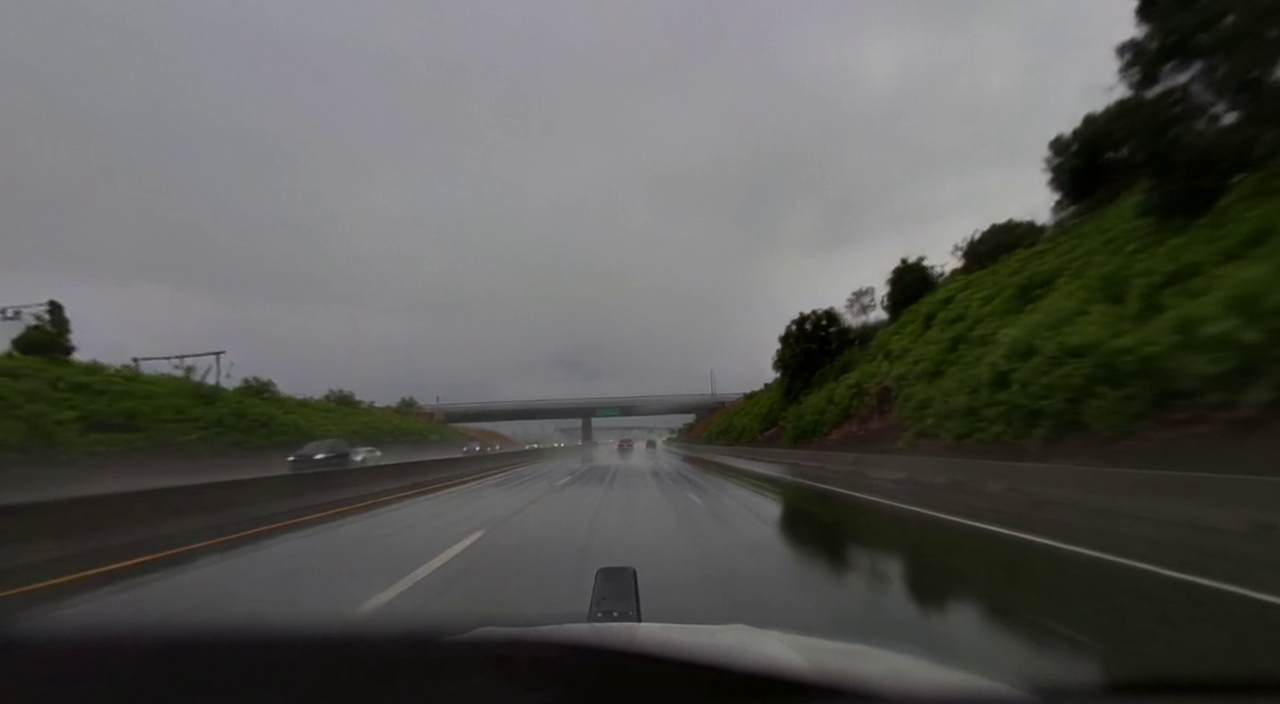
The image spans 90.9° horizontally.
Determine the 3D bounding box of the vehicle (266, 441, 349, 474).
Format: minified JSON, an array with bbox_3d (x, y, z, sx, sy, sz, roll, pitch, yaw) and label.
[{"bbox_3d":[-16.702,5.290,31.963,1.847,1.481,4.445,0,-8,-1],"label":"vehicle"}]
